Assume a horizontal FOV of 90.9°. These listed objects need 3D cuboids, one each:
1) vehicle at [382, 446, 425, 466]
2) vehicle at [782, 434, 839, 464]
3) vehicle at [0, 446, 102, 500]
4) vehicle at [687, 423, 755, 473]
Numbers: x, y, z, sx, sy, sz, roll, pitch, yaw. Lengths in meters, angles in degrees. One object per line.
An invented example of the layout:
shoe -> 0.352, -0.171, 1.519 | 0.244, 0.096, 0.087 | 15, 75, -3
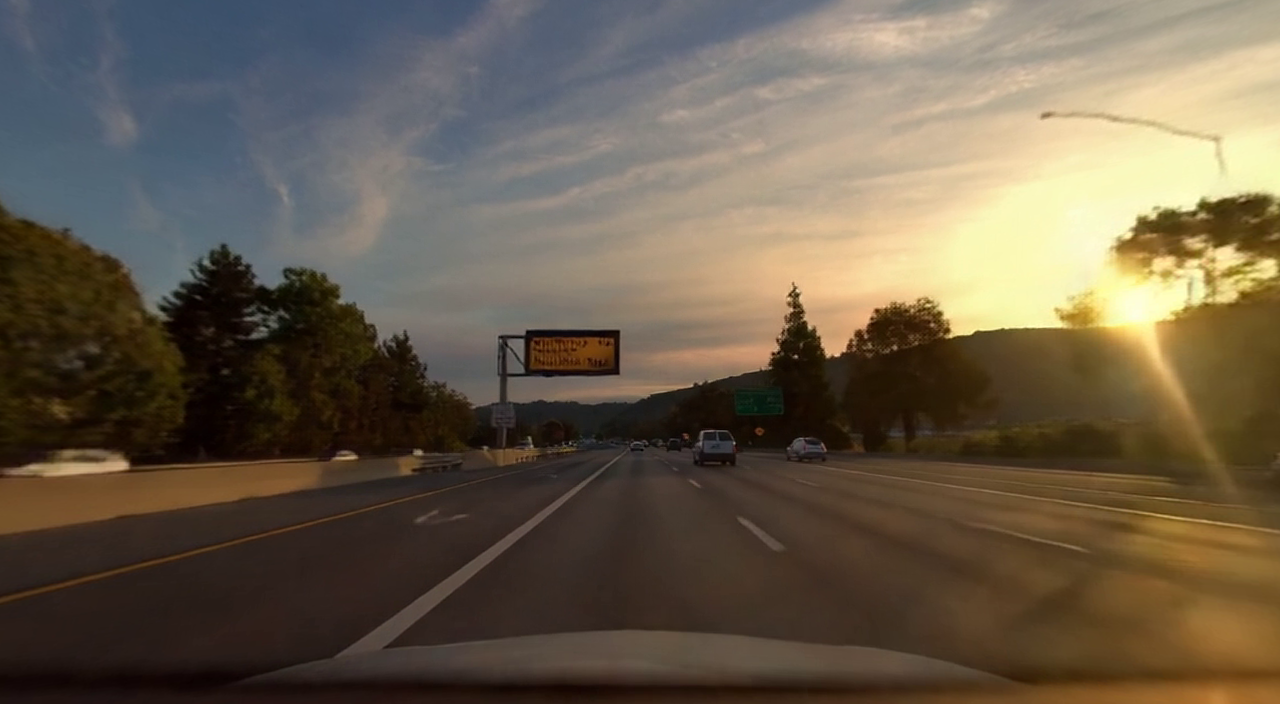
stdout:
vehicle -> -18.061, 7.968, 48.369 | 1.780, 1.457, 3.809 | 0, -8, 0
vehicle -> 10.297, 5.888, 38.464 | 2.045, 1.658, 4.598 | 0, -8, -2
vehicle -> -21.097, 4.050, 21.348 | 1.859, 1.654, 4.370 | 0, -8, 0
vehicle -> 3.459, 4.233, 28.032 | 2.218, 1.964, 5.662 | 0, -8, 0
